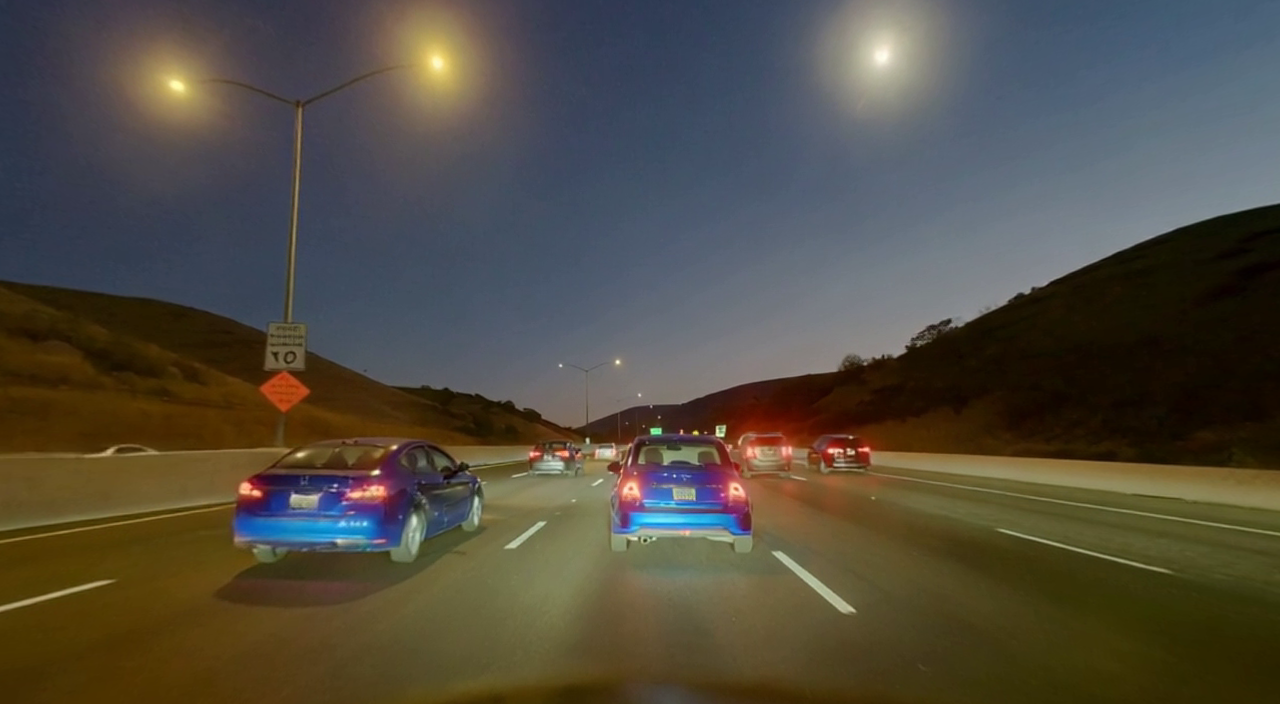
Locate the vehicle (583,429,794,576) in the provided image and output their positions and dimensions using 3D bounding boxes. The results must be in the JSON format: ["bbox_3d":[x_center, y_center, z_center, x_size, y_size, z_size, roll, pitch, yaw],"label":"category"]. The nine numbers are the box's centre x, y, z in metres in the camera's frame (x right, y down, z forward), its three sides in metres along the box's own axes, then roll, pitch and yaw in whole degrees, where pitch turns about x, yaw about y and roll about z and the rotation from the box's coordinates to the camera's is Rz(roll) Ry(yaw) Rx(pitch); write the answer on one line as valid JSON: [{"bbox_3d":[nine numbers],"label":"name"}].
[{"bbox_3d":[0.498,1.781,8.235,2.072,1.431,3.904,0,-8,1],"label":"vehicle"}]

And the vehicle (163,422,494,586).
[{"bbox_3d":[-3.434,1.752,8.144,2.033,1.513,4.333,0,-8,1],"label":"vehicle"}]

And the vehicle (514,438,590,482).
[{"bbox_3d":[-3.119,3.933,23.252,2.017,1.446,4.384,-1,-8,2],"label":"vehicle"}]

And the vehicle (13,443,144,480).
[{"bbox_3d":[-24.812,4.818,28.136,1.800,1.498,4.371,0,-8,0],"label":"vehicle"}]

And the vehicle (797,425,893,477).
[{"bbox_3d":[7.593,3.714,23.894,2.071,1.754,4.586,0,-8,0],"label":"vehicle"}]
